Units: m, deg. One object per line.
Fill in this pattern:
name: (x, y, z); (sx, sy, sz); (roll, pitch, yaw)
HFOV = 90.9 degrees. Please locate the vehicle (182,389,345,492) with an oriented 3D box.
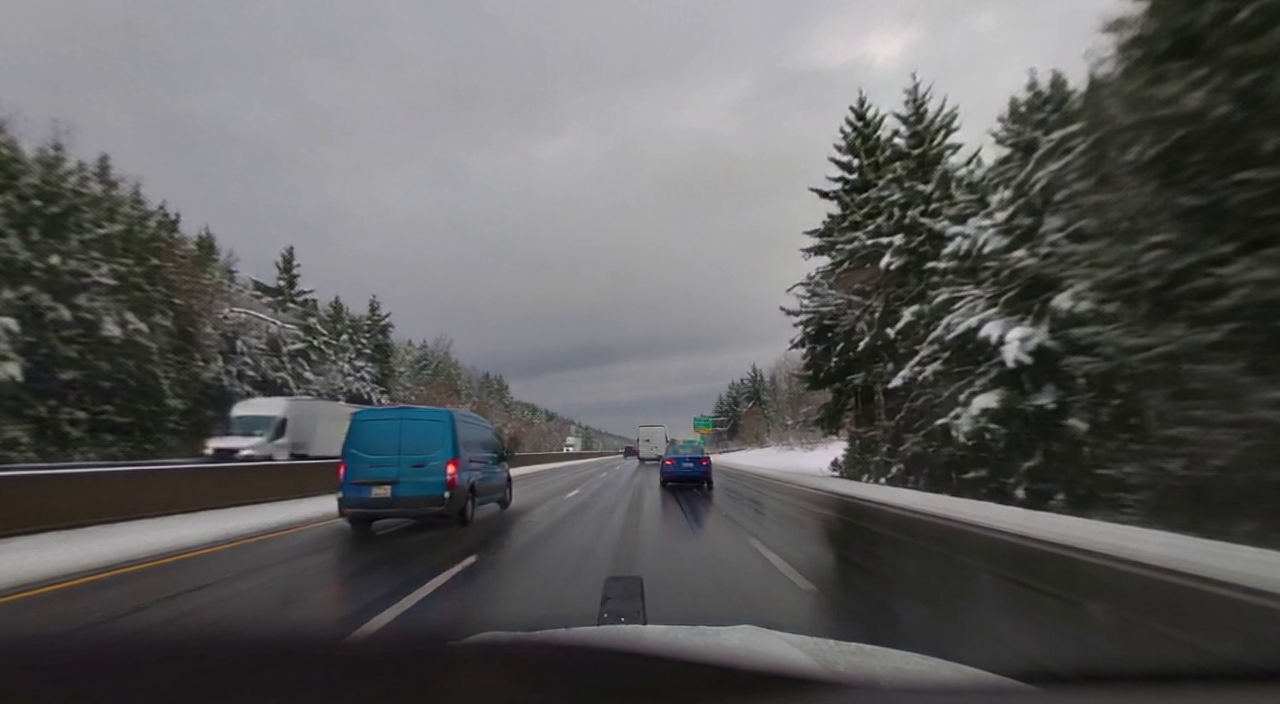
vehicle: (-17.342, 4.238, 29.843); (3.026, 4.268, 7.131); (-1, -9, 1)

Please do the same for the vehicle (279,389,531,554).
vehicle: (-3.348, 1.864, 10.380); (2.217, 2.033, 4.975); (0, -9, 0)

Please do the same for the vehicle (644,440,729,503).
vehicle: (1.129, 3.172, 17.058); (2.012, 1.485, 3.649); (0, -9, 0)
